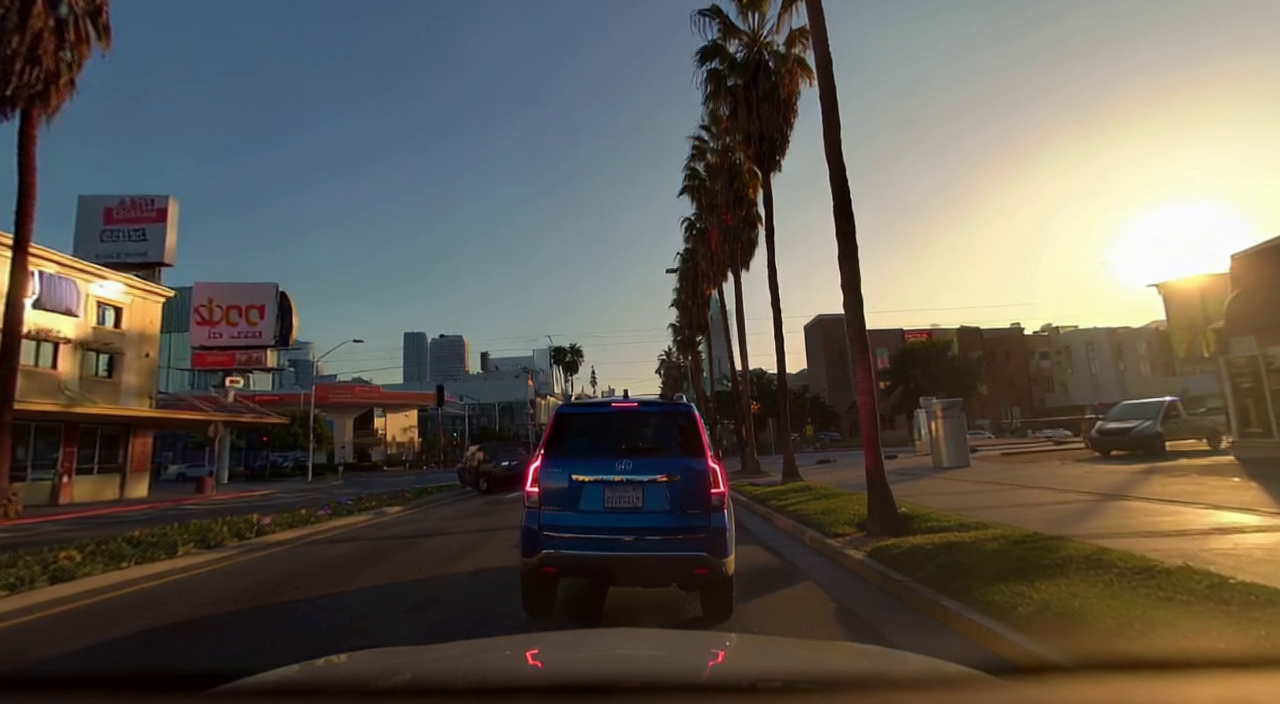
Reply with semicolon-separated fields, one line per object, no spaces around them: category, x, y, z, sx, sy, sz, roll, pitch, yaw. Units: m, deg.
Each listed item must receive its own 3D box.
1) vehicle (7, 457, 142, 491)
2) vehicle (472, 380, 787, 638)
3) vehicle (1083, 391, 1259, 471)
vehicle;-27.958;6.023;31.471;4.593;1.528;1.979;5;-10;-29
vehicle;-0.124;1.404;6.521;2.234;1.818;3.869;0;-9;-2
vehicle;16.101;2.460;19.052;6.060;2.047;2.490;6;-11;-36
